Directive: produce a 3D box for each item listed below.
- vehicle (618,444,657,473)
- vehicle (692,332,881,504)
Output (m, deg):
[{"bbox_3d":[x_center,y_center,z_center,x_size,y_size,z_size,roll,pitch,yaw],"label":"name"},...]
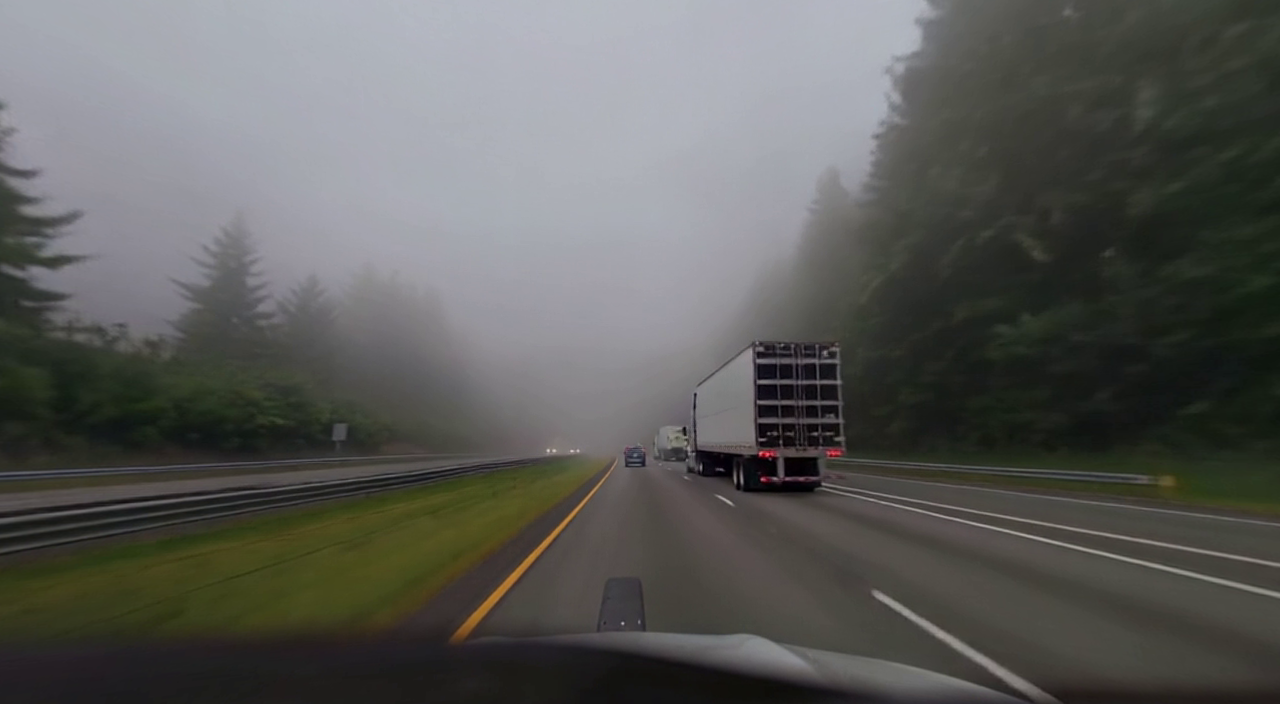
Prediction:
[{"bbox_3d":[-0.150,5.984,35.538,2.051,1.513,4.511,0,-9,-1],"label":"vehicle"},{"bbox_3d":[4.030,2.644,22.123,2.883,4.057,14.579,0,-9,-1],"label":"vehicle"}]
